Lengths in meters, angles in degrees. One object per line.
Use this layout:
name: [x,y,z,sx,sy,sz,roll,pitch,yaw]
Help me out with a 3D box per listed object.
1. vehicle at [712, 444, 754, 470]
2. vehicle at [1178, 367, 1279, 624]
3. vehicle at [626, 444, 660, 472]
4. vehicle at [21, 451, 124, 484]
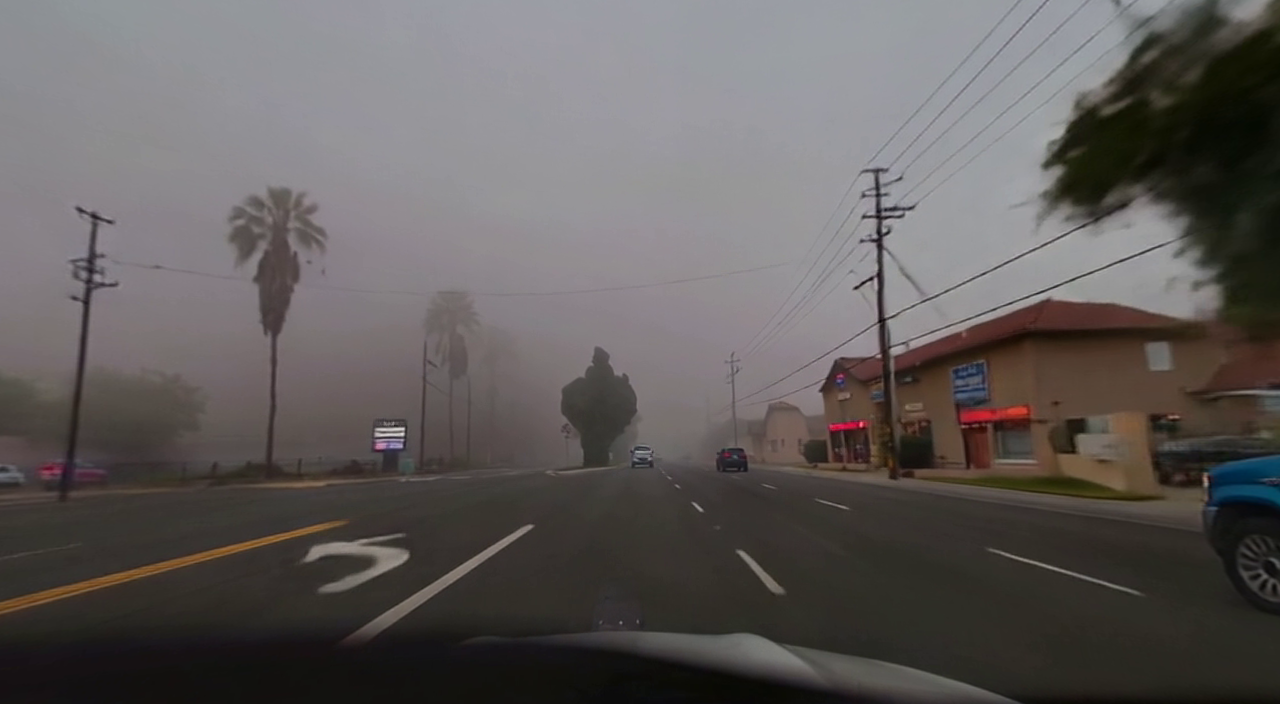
vehicle: [6.507,7.396,44.419,2.252,1.718,4.617,0,-9,0]
vehicle: [5.893,0.841,3.241,2.355,1.889,4.392,0,-9,2]
vehicle: [0.219,7.018,41.818,2.138,1.702,4.168,0,-9,0]
vehicle: [-34.793,7.045,38.781,1.888,1.754,4.488,-5,-9,7]
